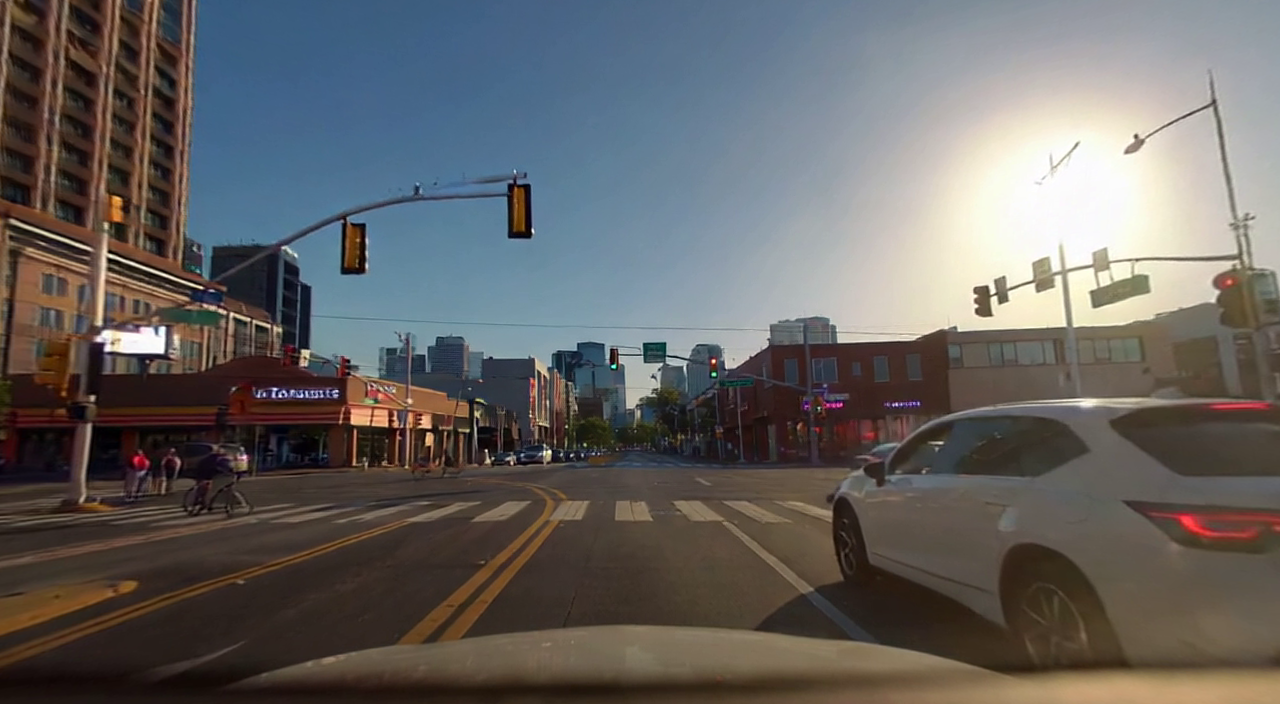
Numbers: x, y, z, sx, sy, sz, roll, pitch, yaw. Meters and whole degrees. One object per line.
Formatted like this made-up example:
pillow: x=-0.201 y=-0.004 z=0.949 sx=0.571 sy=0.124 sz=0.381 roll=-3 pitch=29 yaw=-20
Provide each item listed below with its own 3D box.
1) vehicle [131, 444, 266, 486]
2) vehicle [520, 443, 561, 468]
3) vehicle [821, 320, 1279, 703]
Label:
vehicle: x=-21.523 y=5.474 z=30.893 sx=5.161 sy=1.910 sz=2.275 roll=-2 pitch=-9 yaw=10
vehicle: x=-7.337 y=7.692 z=47.059 sx=2.181 sy=1.703 sz=4.512 roll=-1 pitch=-8 yaw=1
vehicle: x=2.927 y=1.054 z=4.193 sx=2.049 sy=1.691 sz=4.447 roll=0 pitch=-8 yaw=-1
